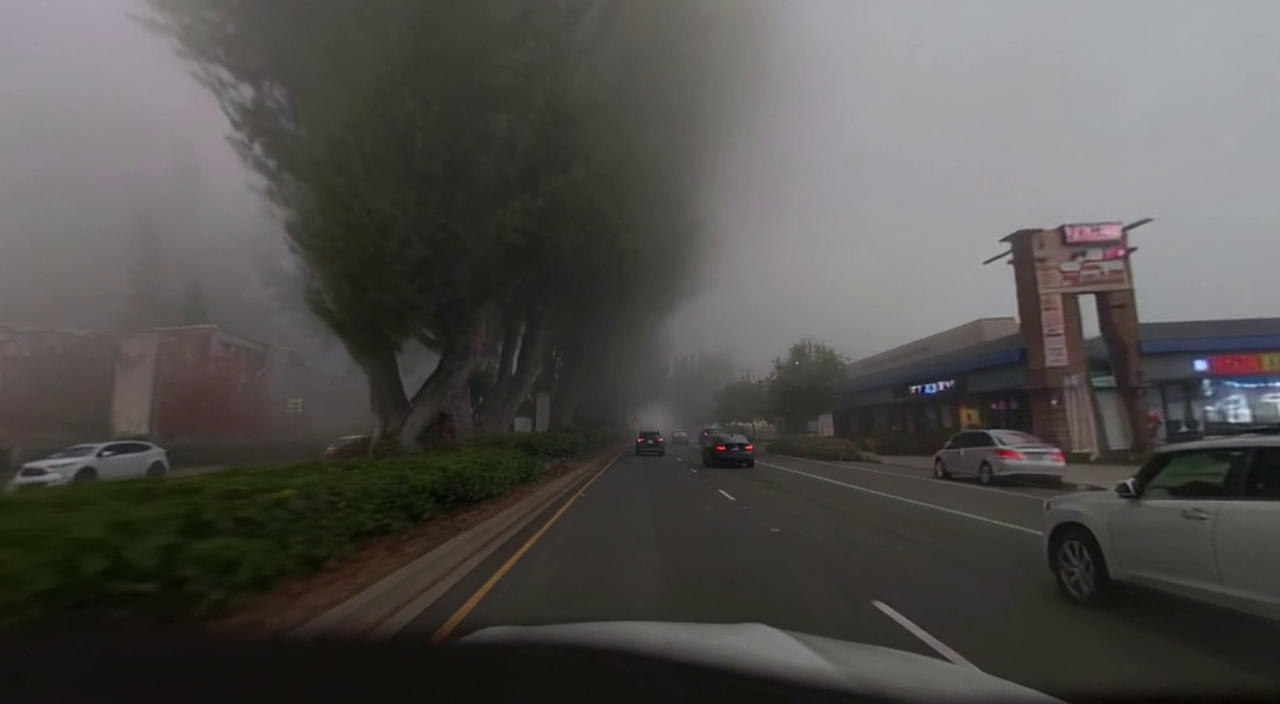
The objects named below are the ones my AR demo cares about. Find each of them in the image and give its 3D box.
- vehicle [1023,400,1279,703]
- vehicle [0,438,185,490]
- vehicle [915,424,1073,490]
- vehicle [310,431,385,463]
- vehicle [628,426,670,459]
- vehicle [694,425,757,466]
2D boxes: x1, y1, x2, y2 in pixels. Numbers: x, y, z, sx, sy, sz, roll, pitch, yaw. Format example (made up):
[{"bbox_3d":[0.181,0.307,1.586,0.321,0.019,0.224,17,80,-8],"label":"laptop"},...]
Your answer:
[{"bbox_3d":[3.914,0.904,2.490,1.908,1.463,4.506,0,-8,-1],"label":"vehicle"},{"bbox_3d":[-18.821,3.759,21.660,2.034,1.532,5.548,0,-8,1],"label":"vehicle"},{"bbox_3d":[10.387,3.121,18.924,2.123,1.726,4.520,0,-8,0],"label":"vehicle"},{"bbox_3d":[-18.994,6.166,41.066,2.488,1.752,4.991,-2,-6,1],"label":"vehicle"},{"bbox_3d":[0.424,4.850,33.607,2.098,1.682,3.778,0,-8,-1],"label":"vehicle"},{"bbox_3d":[3.708,4.137,27.897,2.115,1.692,4.189,0,-8,-1],"label":"vehicle"}]
